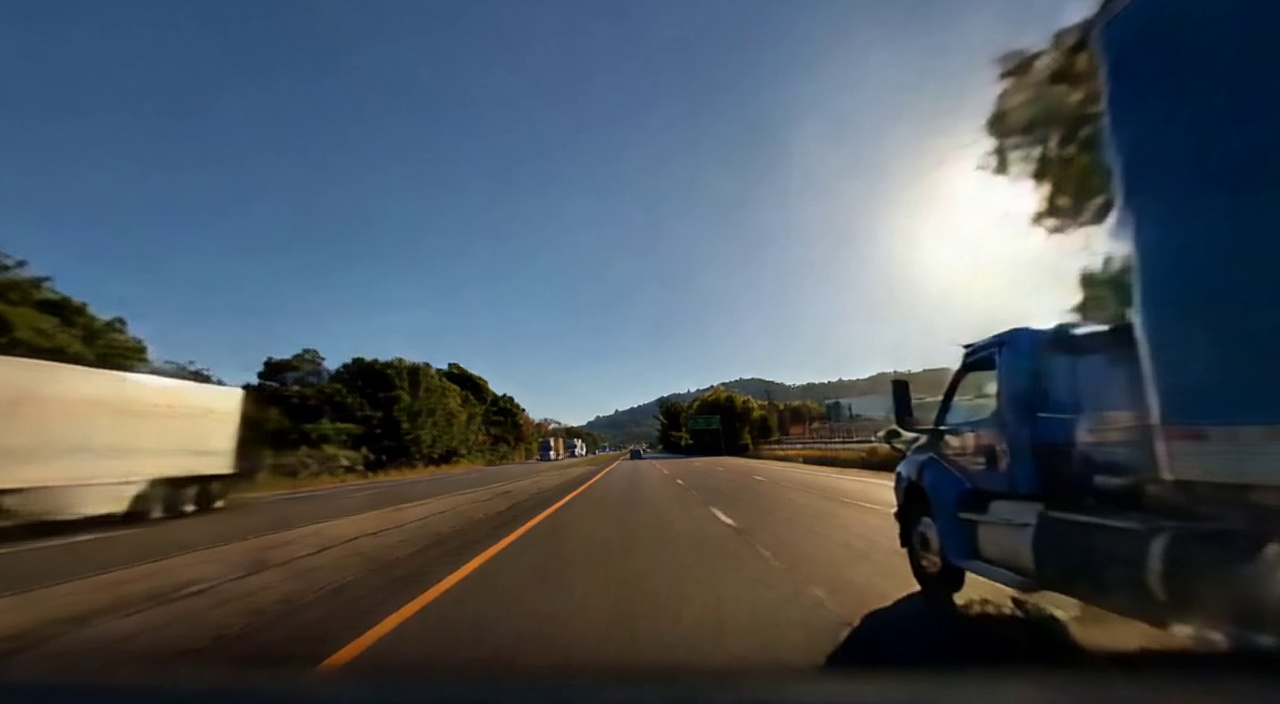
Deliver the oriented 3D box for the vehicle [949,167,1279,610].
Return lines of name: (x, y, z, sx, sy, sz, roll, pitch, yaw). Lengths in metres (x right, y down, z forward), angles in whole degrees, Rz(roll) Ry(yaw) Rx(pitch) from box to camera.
vehicle: (7.281, 0.248, 5.150, 3.032, 3.946, 12.509, 0, -9, -1)

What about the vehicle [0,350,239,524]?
vehicle: (-15.792, 2.213, 16.065, 3.215, 3.811, 12.193, 0, -9, -1)
